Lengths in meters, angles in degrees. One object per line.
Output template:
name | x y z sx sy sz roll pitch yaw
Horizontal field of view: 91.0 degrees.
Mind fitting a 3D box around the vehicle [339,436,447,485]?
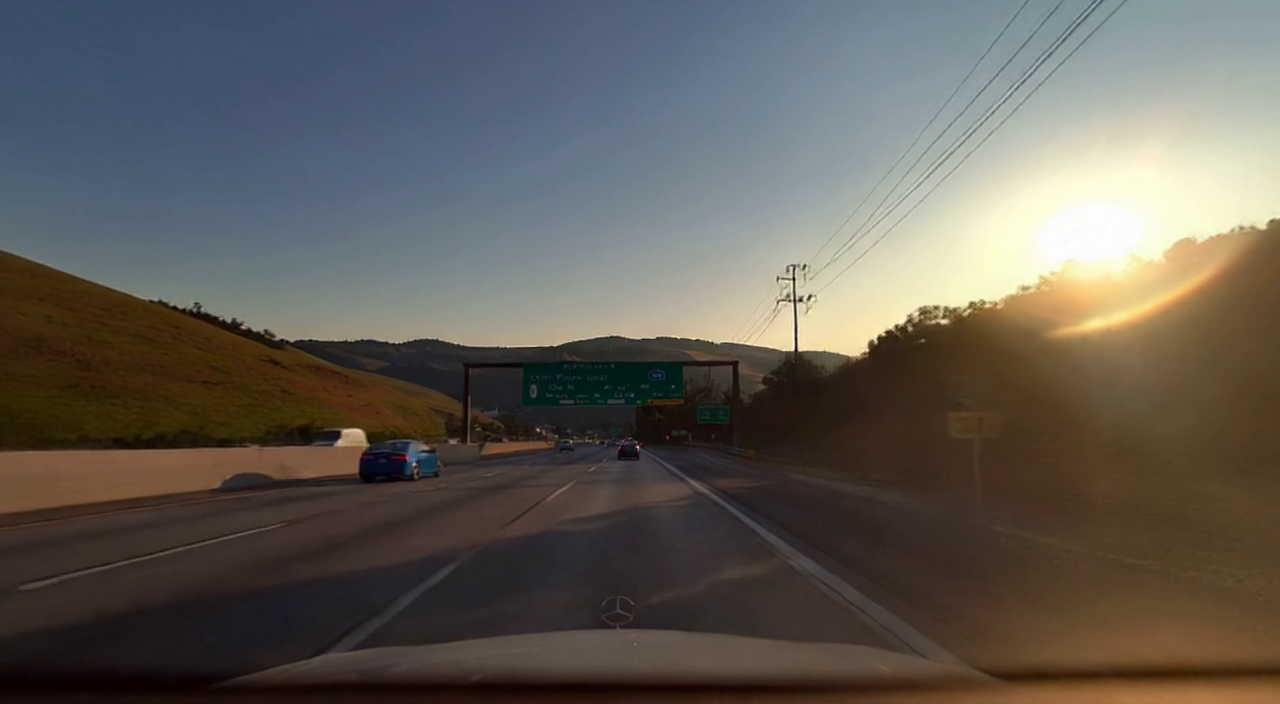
vehicle | -8.381 3.714 21.861 2.047 1.486 4.306 0 -8 -1

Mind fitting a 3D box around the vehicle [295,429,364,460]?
vehicle | -19.175 5.744 39.124 2.119 1.821 4.700 0 -8 -3

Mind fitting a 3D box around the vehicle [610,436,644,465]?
vehicle | -0.833 6.231 40.070 2.040 1.715 3.906 0 -8 -1
